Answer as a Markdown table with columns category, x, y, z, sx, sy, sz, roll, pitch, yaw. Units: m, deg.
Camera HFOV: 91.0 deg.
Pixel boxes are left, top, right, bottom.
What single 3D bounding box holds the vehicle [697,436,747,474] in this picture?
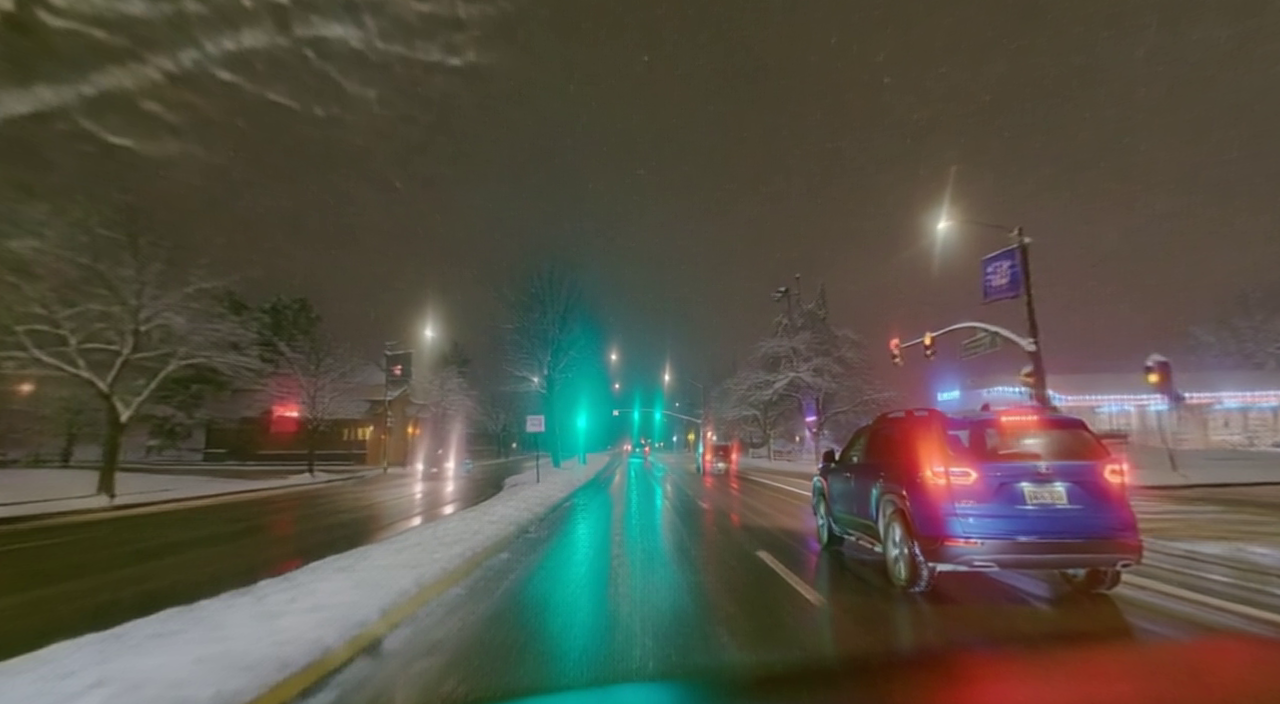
| category | x | y | z | sx | sy | sz | roll | pitch | yaw |
| --- | --- | --- | --- | --- | --- | --- | --- | --- | --- |
| vehicle | 4.210 | 5.417 | 33.293 | 2.085 | 1.828 | 5.383 | 0 | -9 | 2 |

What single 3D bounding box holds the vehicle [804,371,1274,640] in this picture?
| category | x | y | z | sx | sy | sz | roll | pitch | yaw |
| --- | --- | --- | --- | --- | --- | --- | --- | --- | --- |
| vehicle | 3.351 | 1.388 | 6.628 | 2.033 | 1.865 | 4.360 | 0 | -9 | 0 |

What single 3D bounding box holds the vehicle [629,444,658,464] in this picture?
| category | x | y | z | sx | sy | sz | roll | pitch | yaw |
| --- | --- | --- | --- | --- | --- | --- | --- | --- | --- |
| vehicle | 0.282 | 7.855 | 48.484 | 2.131 | 1.474 | 4.146 | 0 | -9 | 0 |

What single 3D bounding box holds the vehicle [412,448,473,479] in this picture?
| category | x | y | z | sx | sy | sz | roll | pitch | yaw |
| --- | --- | --- | --- | --- | --- | --- | --- | --- | --- |
| vehicle | -10.236 | 5.795 | 32.955 | 1.932 | 1.483 | 4.246 | 0 | -9 | -2 |
